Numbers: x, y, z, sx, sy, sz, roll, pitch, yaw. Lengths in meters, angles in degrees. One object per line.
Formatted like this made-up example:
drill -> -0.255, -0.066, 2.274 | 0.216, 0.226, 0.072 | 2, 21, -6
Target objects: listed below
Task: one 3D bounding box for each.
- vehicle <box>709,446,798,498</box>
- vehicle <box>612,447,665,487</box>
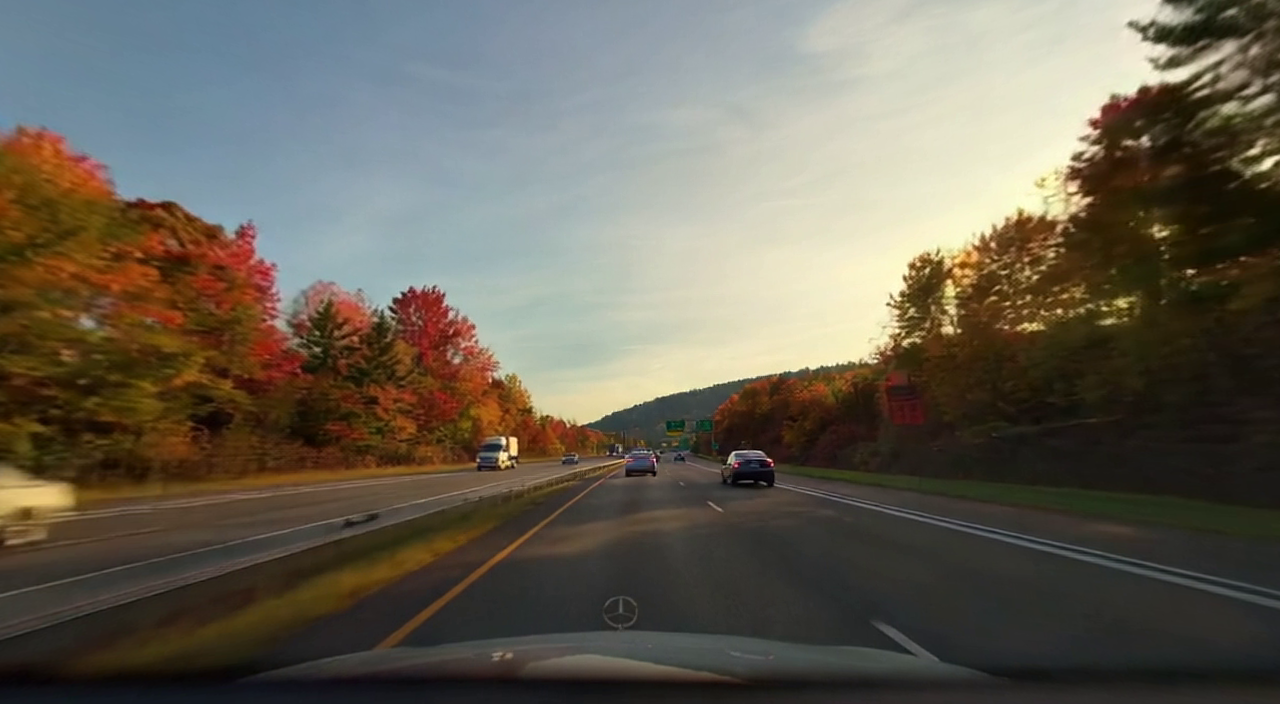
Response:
vehicle -> 3.675, 3.965, 21.115 | 2.119, 1.557, 4.163 | 0, -9, -1
vehicle -> -0.056, 4.933, 27.136 | 2.070, 1.546, 4.648 | 0, -9, 0
